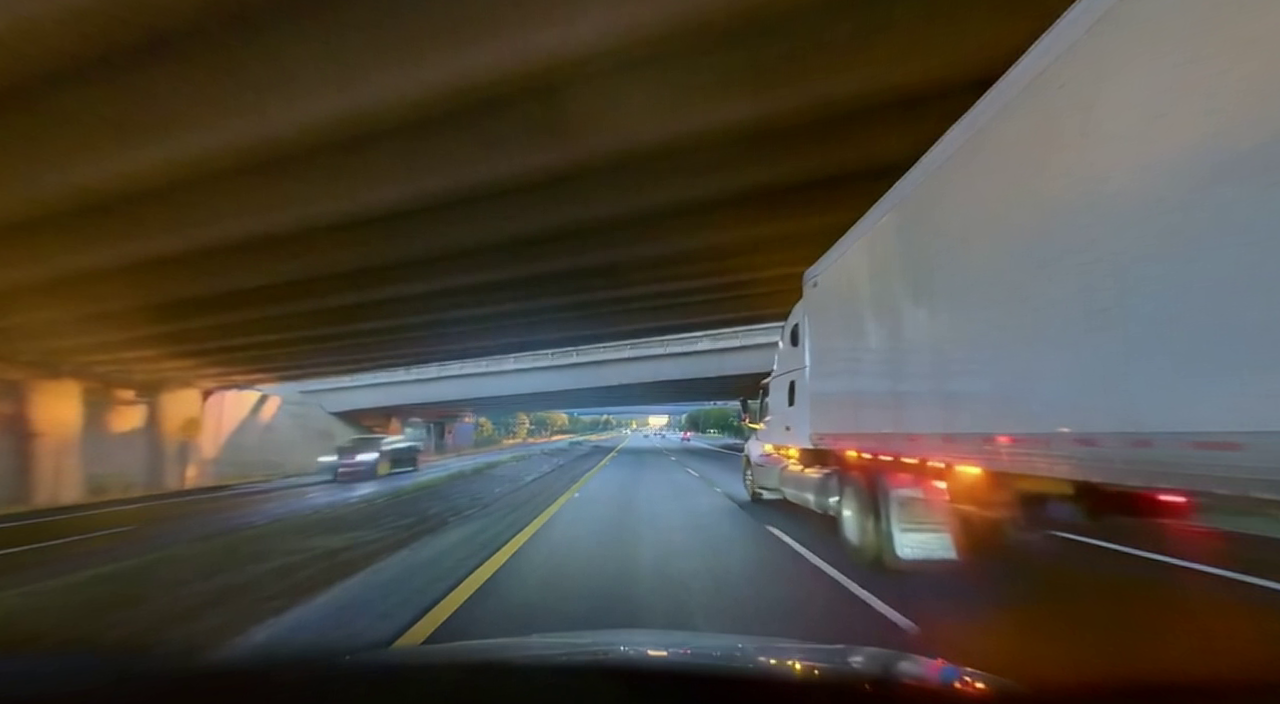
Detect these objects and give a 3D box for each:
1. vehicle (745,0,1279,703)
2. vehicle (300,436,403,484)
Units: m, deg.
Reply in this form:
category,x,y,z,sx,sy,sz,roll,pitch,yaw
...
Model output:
category,x,y,z,sx,sy,sz,roll,pitch,yaw
vehicle,3.737,0.398,7.660,3.023,3.885,10.073,0,-8,-1
vehicle,-11.069,4.136,24.491,1.915,1.668,4.330,0,-8,1
